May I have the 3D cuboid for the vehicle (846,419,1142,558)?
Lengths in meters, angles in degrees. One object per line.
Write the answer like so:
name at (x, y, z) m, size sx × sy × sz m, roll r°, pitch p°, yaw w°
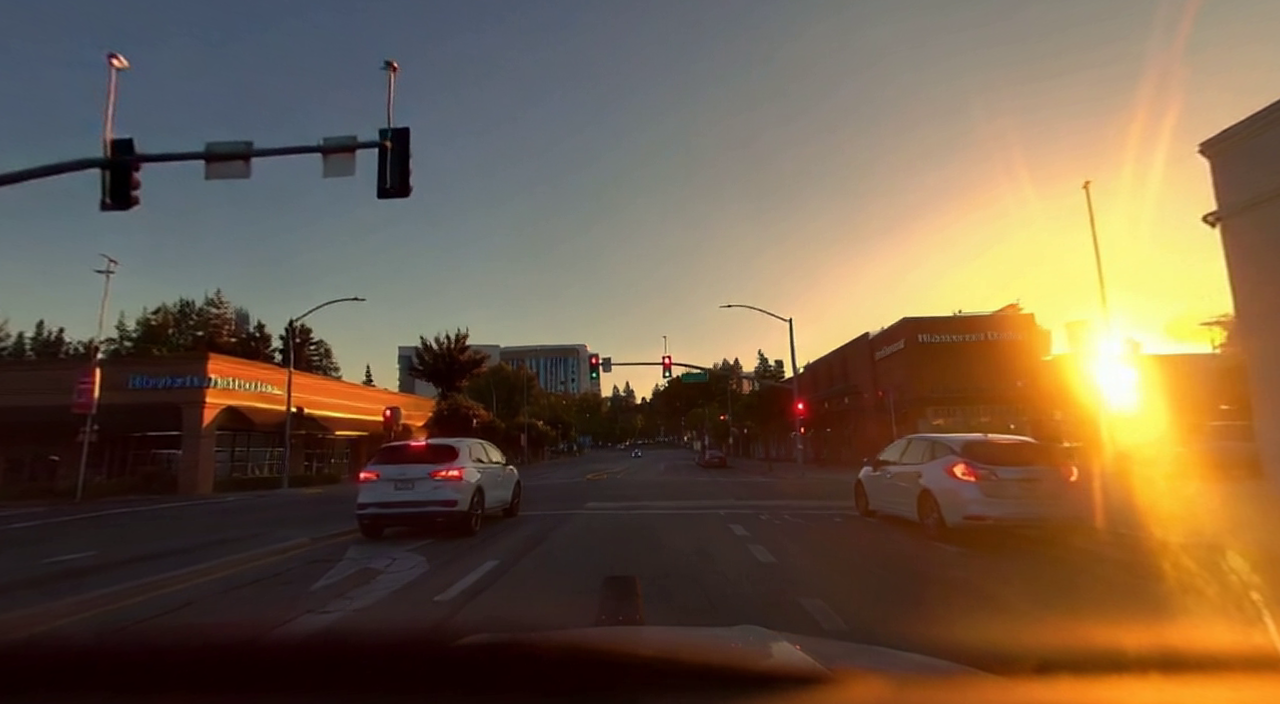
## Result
vehicle at (5.009, 1.993, 9.883) m, size 2.039 × 1.655 × 4.495 m, roll 0°, pitch -9°, yaw 1°

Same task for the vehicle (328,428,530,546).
vehicle at (-3.319, 2.204, 10.944) m, size 1.947 × 1.627 × 4.248 m, roll 0°, pitch -9°, yaw 1°
